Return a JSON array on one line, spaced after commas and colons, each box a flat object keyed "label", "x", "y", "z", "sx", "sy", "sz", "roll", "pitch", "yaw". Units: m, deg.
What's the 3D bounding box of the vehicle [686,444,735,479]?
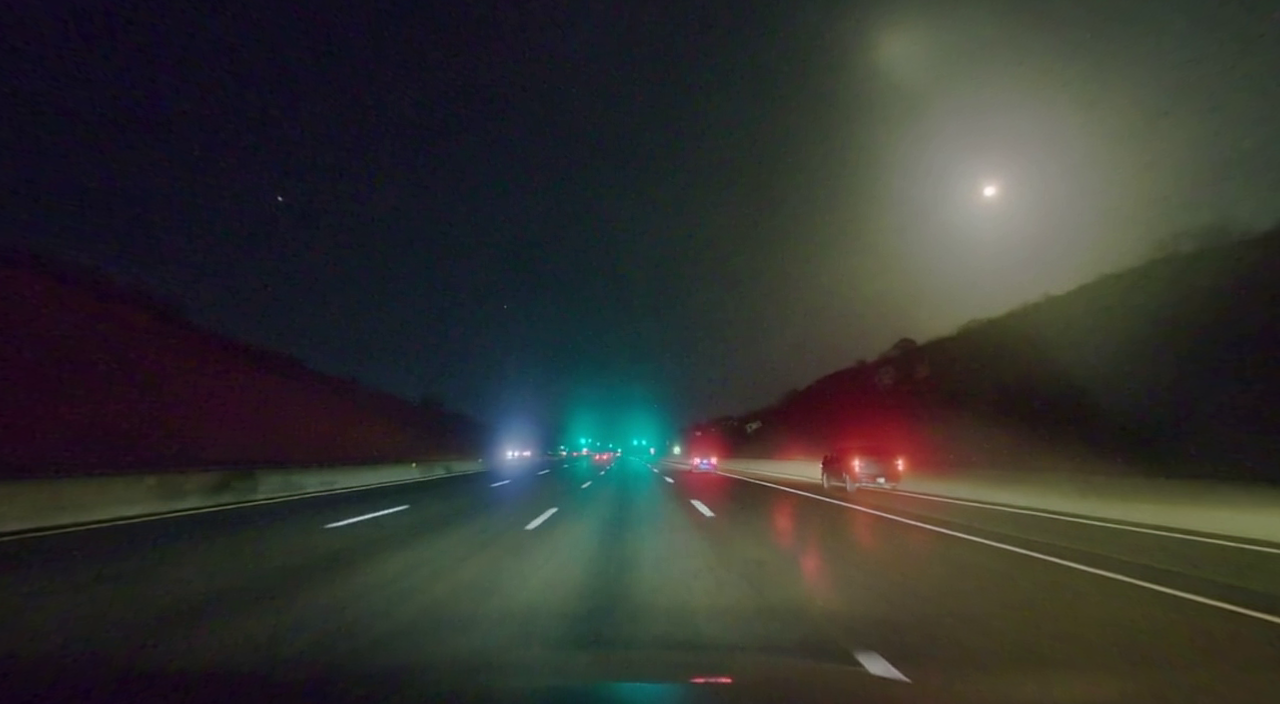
[{"label": "vehicle", "x": 3.328, "y": 5.285, "z": 30.365, "sx": 1.895, "sy": 1.555, "sz": 4.030, "roll": 0, "pitch": -9, "yaw": 0}]
